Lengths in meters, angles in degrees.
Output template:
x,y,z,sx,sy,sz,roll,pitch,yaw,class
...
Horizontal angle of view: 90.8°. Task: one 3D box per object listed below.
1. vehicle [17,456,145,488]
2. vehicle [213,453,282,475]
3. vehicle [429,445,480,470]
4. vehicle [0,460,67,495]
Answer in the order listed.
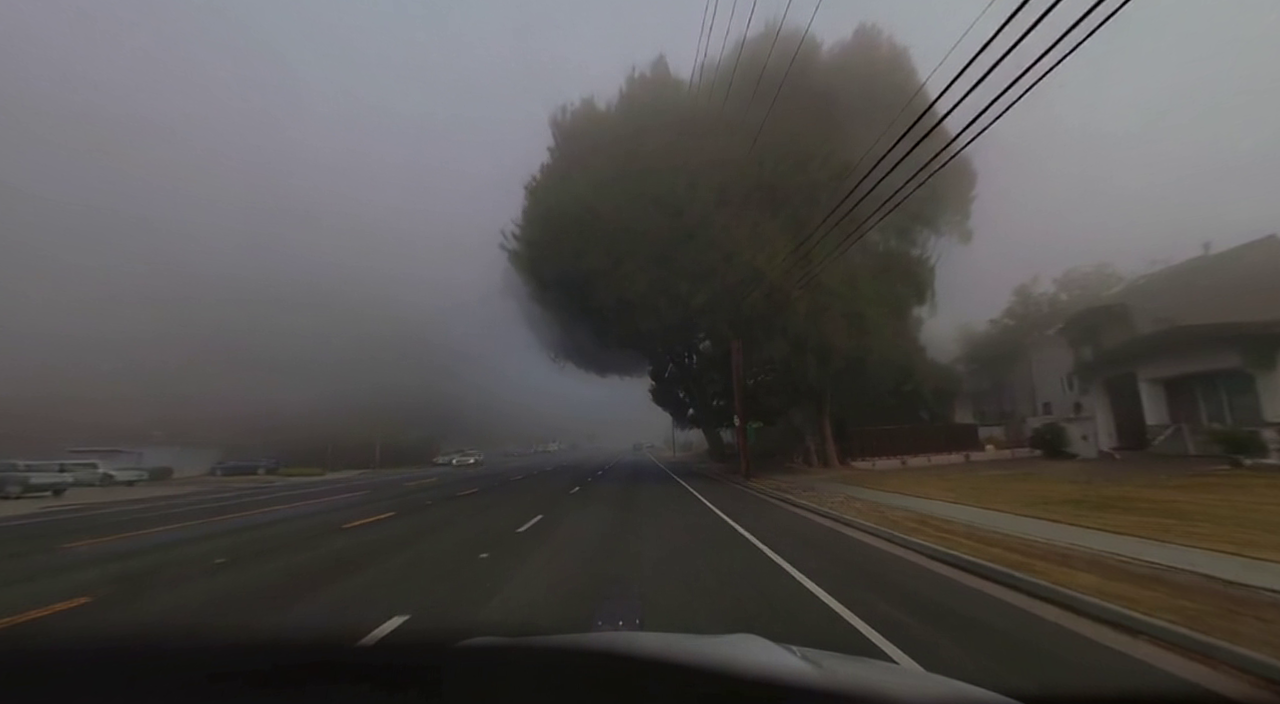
x,y,z,sx,sy,sz,roll,pitch,yaw,class
-28.280,6.070,32.073,4.599,1.533,2.029,0,-9,3,vehicle
-29.129,8.300,46.908,3.792,1.495,1.950,0,-9,2,vehicle
-12.538,7.158,43.062,2.055,1.505,4.703,-1,-9,0,vehicle
-29.283,5.777,29.174,3.723,1.479,1.950,0,-9,1,vehicle
